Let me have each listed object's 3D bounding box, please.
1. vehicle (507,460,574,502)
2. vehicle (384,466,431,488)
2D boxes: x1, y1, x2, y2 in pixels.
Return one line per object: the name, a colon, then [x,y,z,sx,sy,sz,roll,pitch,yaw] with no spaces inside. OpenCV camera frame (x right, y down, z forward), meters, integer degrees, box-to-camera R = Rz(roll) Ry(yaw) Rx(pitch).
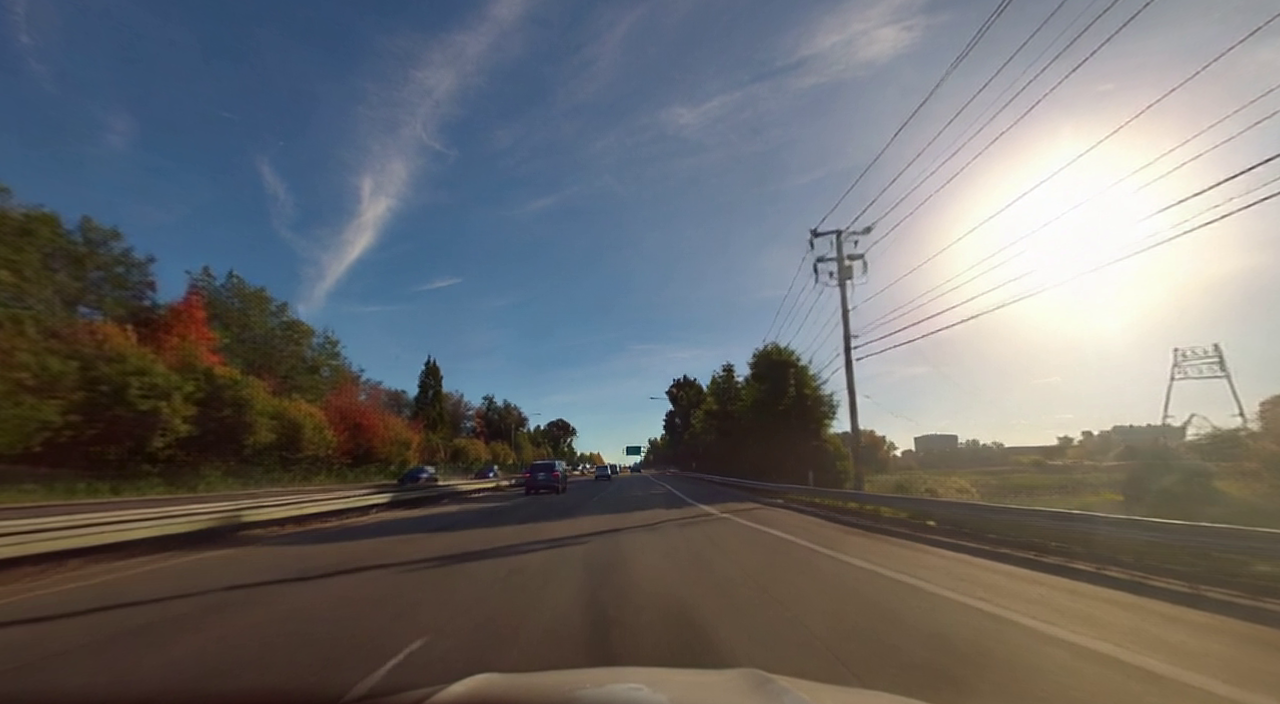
vehicle: [-3.900,5.170,25.458,1.963,1.501,4.227,1,-10,0]
vehicle: [-16.687,8.967,45.362,1.827,1.434,3.798,1,-10,1]
